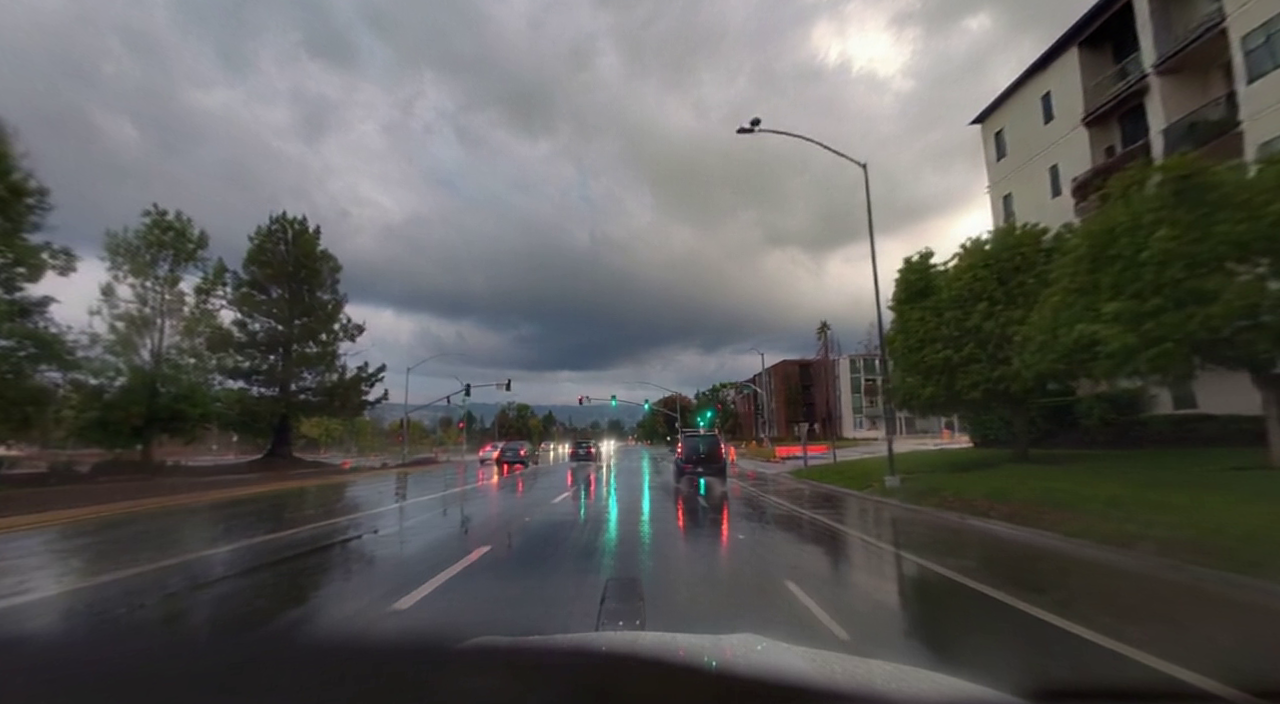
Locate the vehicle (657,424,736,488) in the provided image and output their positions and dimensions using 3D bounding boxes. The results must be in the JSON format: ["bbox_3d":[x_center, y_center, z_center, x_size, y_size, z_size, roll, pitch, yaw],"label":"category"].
[{"bbox_3d":[1.672,3.313,20.389,2.197,1.835,4.316,0,-9,1],"label":"vehicle"}]

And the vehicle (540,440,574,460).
[{"bbox_3d":[-6.468,7.707,49.578,1.993,1.492,3.666,0,-9,2],"label":"vehicle"}]

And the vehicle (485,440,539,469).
[{"bbox_3d":[-7.012,5.664,35.184,1.928,1.488,4.635,0,-9,2],"label":"vehicle"}]

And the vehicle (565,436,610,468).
[{"bbox_3d":[-2.904,5.608,35.567,2.121,1.654,3.993,0,-9,1],"label":"vehicle"}]
